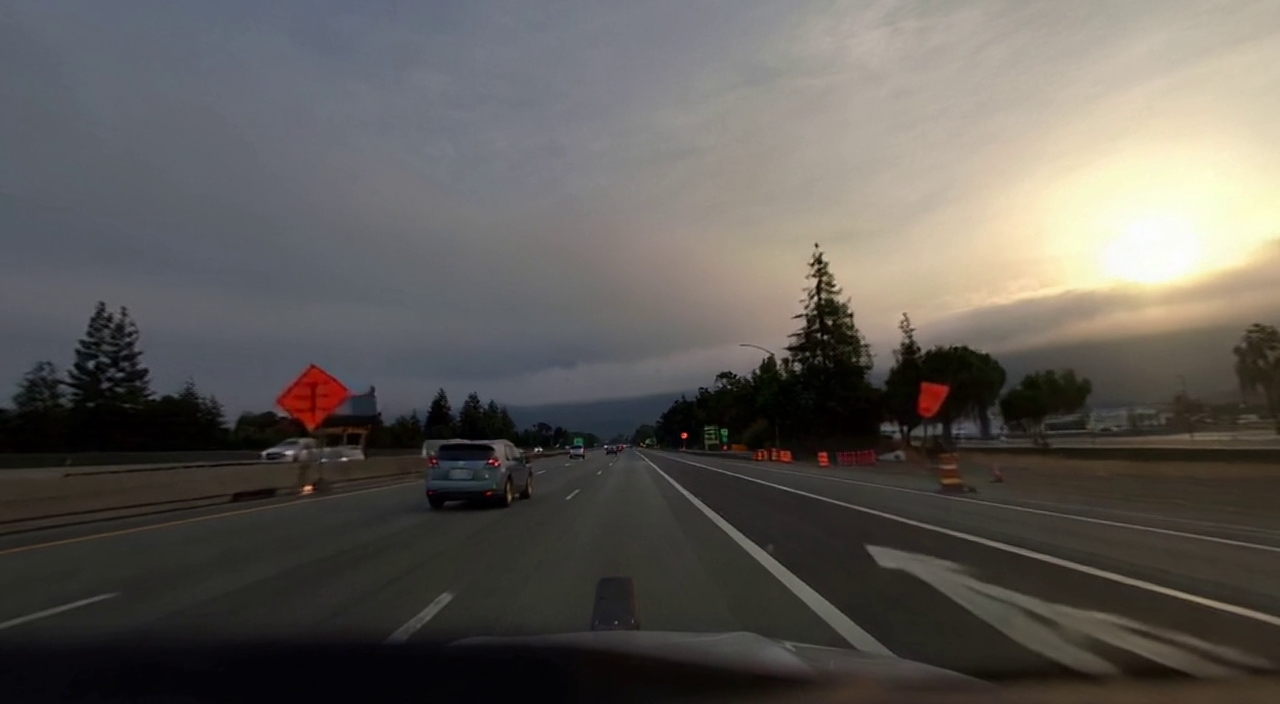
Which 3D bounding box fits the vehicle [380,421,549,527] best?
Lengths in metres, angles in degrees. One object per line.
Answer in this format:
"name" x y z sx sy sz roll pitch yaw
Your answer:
"vehicle" -3.199 2.330 12.587 2.103 1.715 4.371 0 -9 0
